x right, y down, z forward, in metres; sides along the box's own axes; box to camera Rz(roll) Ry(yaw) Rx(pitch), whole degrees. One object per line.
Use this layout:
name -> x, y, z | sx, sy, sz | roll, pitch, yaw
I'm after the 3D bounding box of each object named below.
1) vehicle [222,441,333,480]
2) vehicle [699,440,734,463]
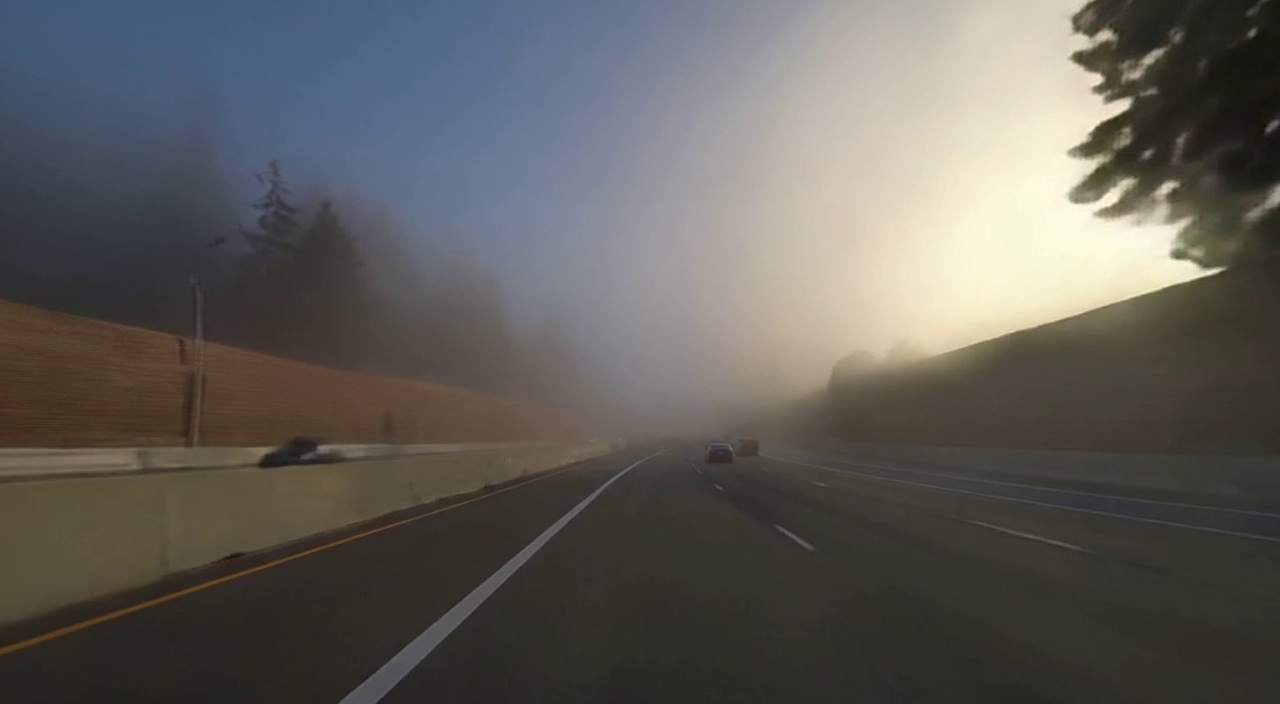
vehicle -> -15.398, 4.628, 27.149 | 1.914, 1.506, 4.614 | -1, -8, 2
vehicle -> 5.119, 6.720, 42.609 | 1.926, 1.477, 4.080 | 0, -8, 2
